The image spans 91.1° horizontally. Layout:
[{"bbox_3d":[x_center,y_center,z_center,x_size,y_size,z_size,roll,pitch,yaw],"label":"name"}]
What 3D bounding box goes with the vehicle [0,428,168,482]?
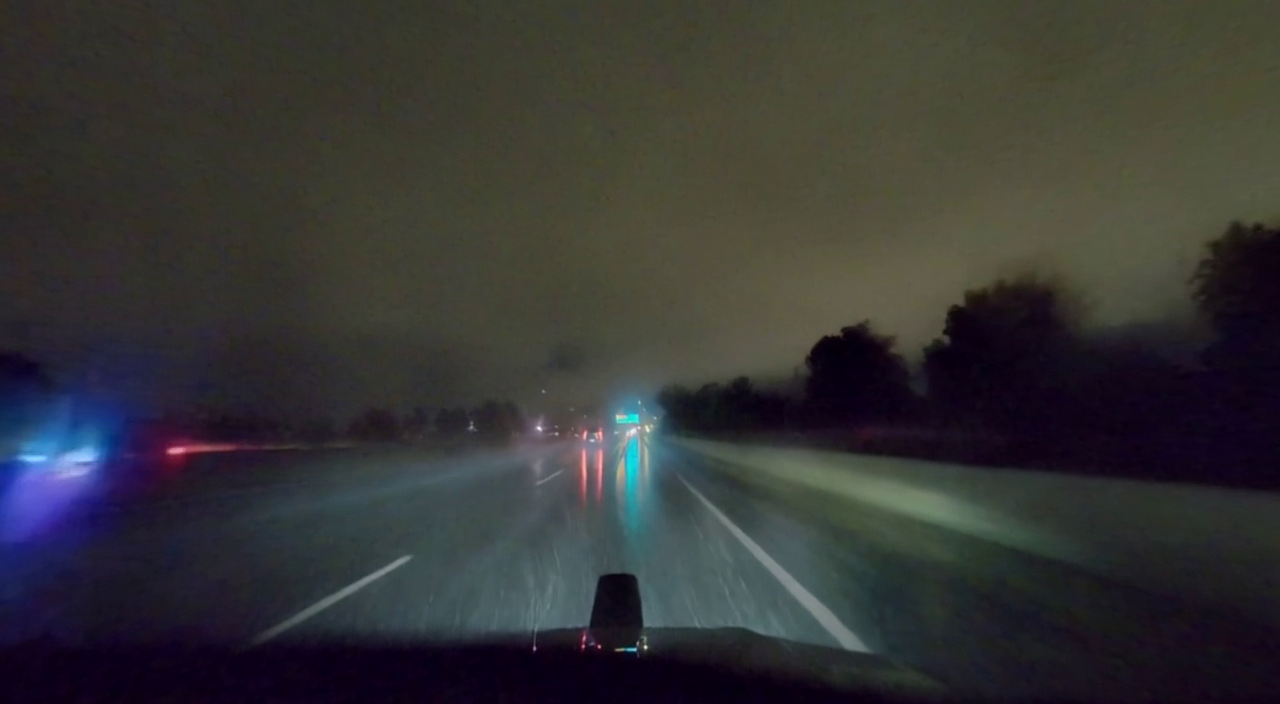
[{"bbox_3d":[-19.699,3.616,22.525,1.953,1.697,4.661,0,-8,-1],"label":"vehicle"}]
